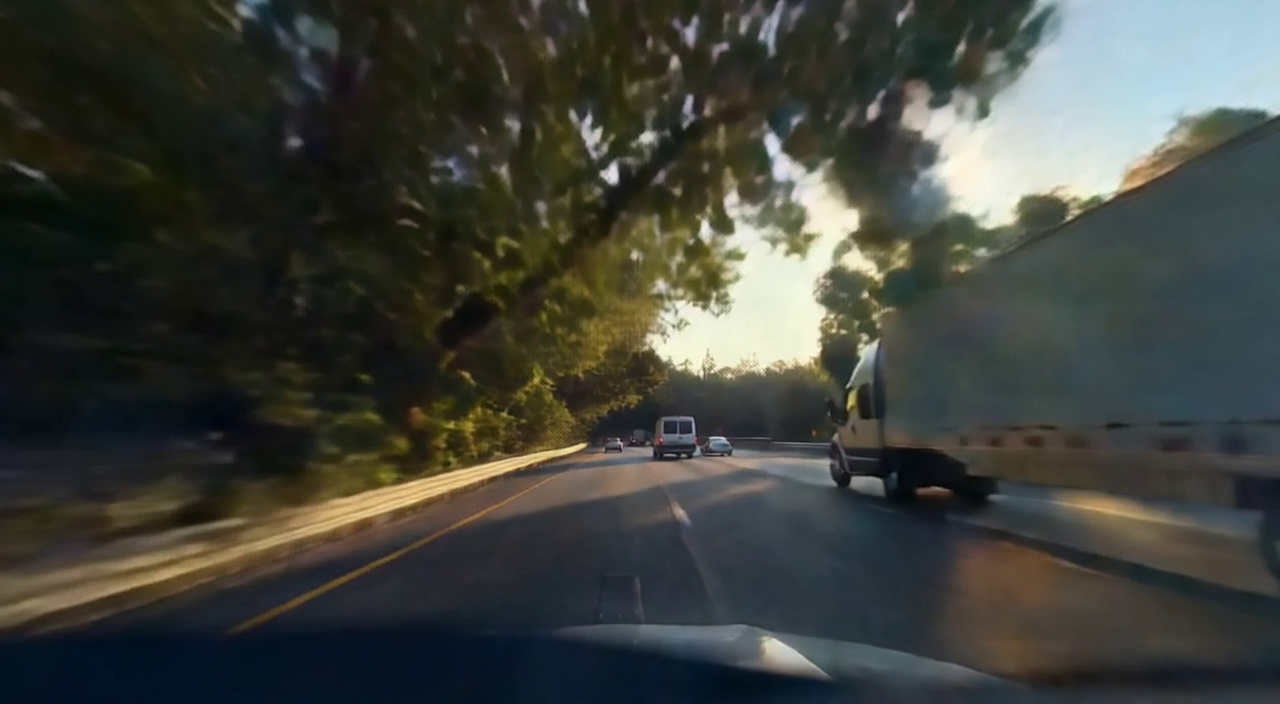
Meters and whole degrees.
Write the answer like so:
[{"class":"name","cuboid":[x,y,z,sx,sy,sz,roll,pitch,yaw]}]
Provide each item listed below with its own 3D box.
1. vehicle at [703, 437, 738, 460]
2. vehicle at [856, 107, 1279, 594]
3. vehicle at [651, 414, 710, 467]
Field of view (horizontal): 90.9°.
[{"class":"vehicle","cuboid":[5.522,6.652,43.699,1.821,1.468,3.805,0,-8,-2]},{"class":"vehicle","cuboid":[6.814,0.389,8.303,2.904,4.054,14.017,0,-8,0]},{"class":"vehicle","cuboid":[1.980,4.625,33.095,2.436,2.521,5.409,0,-8,-3]}]
